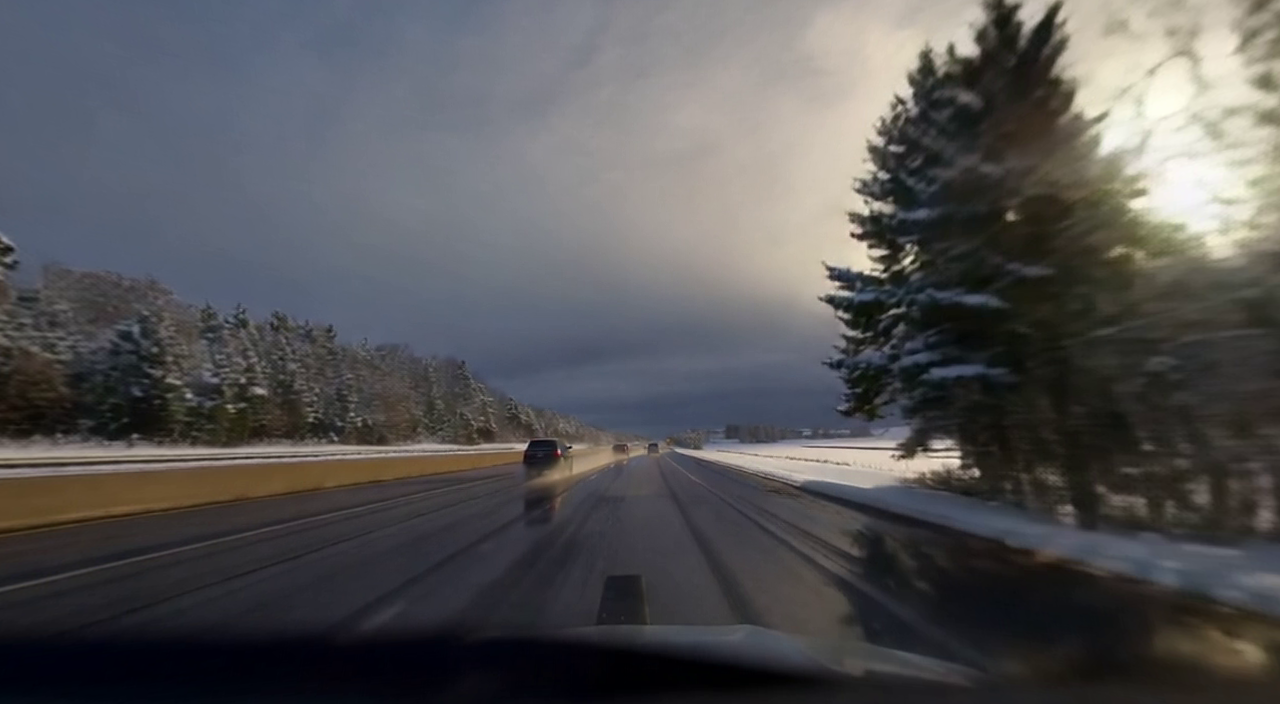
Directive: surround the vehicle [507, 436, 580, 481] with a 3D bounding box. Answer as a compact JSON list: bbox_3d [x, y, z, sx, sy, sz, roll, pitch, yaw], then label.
[{"bbox_3d":[-3.834,4.336,25.970,2.188,1.692,4.623,0,-9,1],"label":"vehicle"}]
